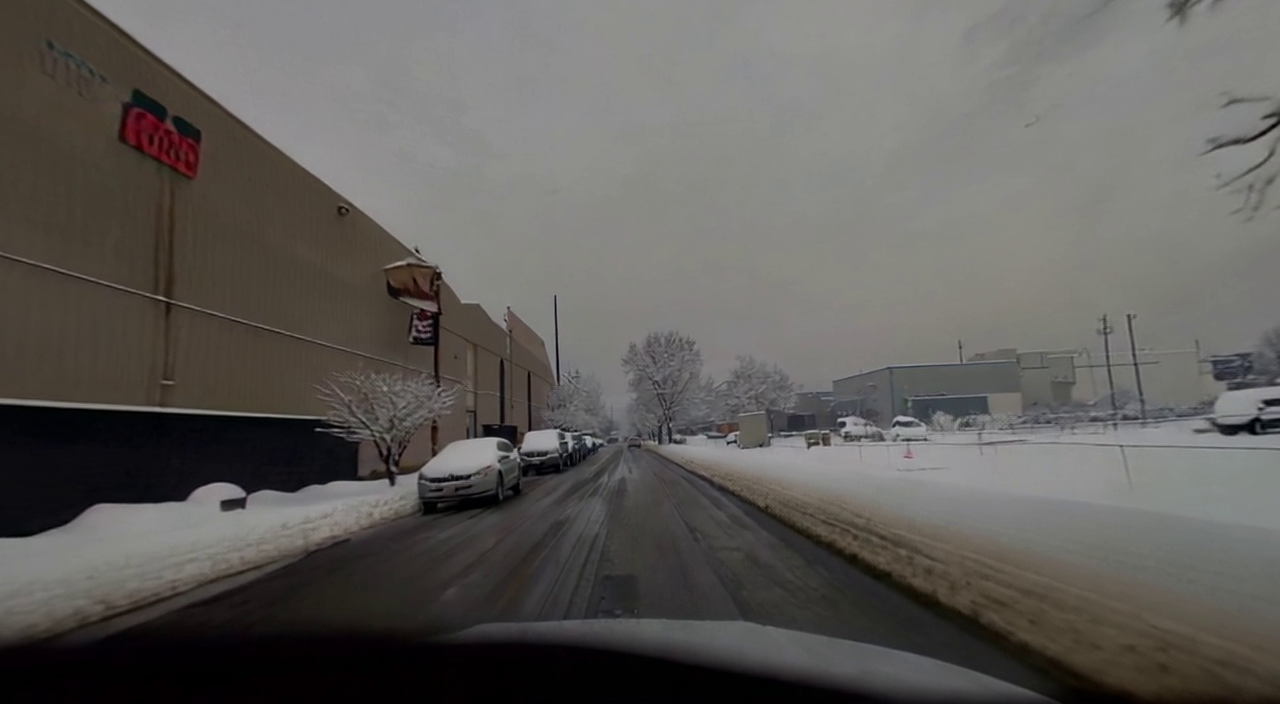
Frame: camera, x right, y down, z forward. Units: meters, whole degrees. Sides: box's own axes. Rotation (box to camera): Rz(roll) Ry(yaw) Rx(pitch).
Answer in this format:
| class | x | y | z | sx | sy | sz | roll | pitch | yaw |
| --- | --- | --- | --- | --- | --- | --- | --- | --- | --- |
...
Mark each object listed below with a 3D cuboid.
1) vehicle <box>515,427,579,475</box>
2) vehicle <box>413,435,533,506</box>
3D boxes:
| class | x | y | z | sx | sy | sz | roll | pitch | yaw |
| --- | --- | --- | --- | --- | --- | --- | --- | --- | --- |
| vehicle | -4.142 | 4.567 | 28.799 | 2.161 | 1.843 | 5.181 | -4 | -10 | -1 |
| vehicle | -4.263 | 3.105 | 16.833 | 2.040 | 1.501 | 4.440 | -4 | -9 | -1 |
